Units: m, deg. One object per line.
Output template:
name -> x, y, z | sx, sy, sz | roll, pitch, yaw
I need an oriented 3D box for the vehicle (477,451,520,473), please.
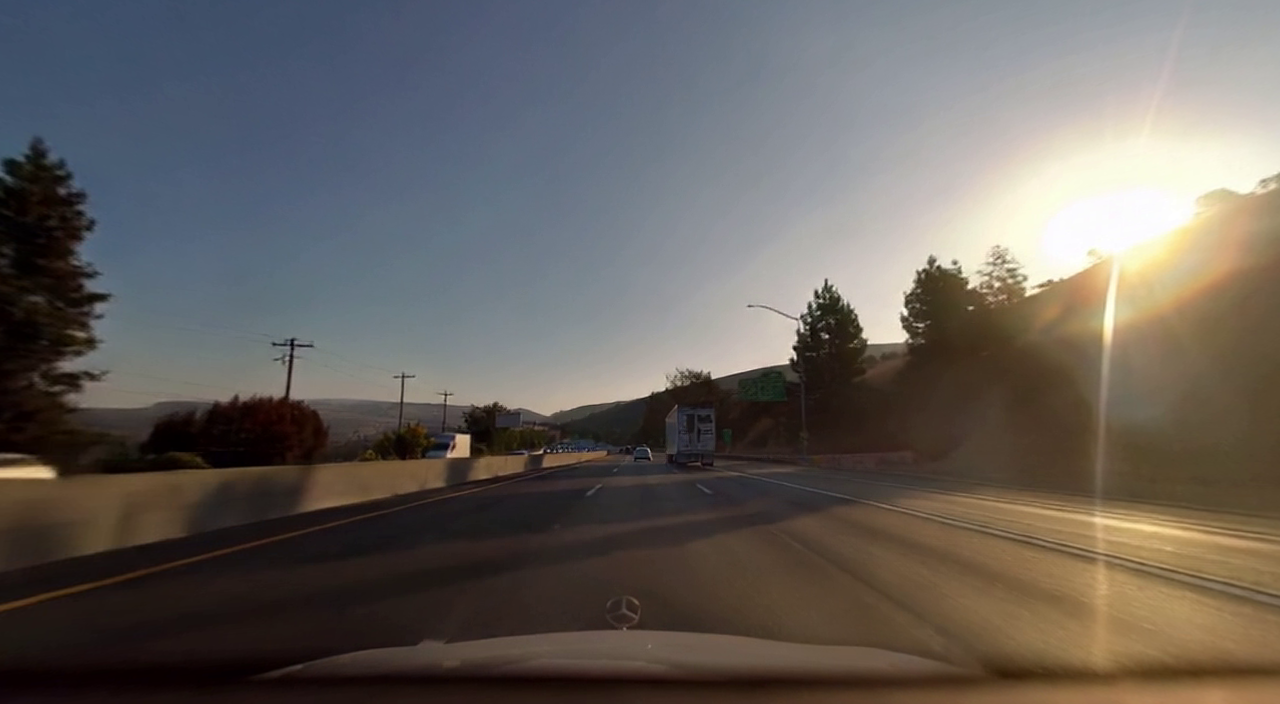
vehicle -> -10.283, 7.993, 46.085 | 1.933, 1.504, 4.606 | 0, -9, 1
